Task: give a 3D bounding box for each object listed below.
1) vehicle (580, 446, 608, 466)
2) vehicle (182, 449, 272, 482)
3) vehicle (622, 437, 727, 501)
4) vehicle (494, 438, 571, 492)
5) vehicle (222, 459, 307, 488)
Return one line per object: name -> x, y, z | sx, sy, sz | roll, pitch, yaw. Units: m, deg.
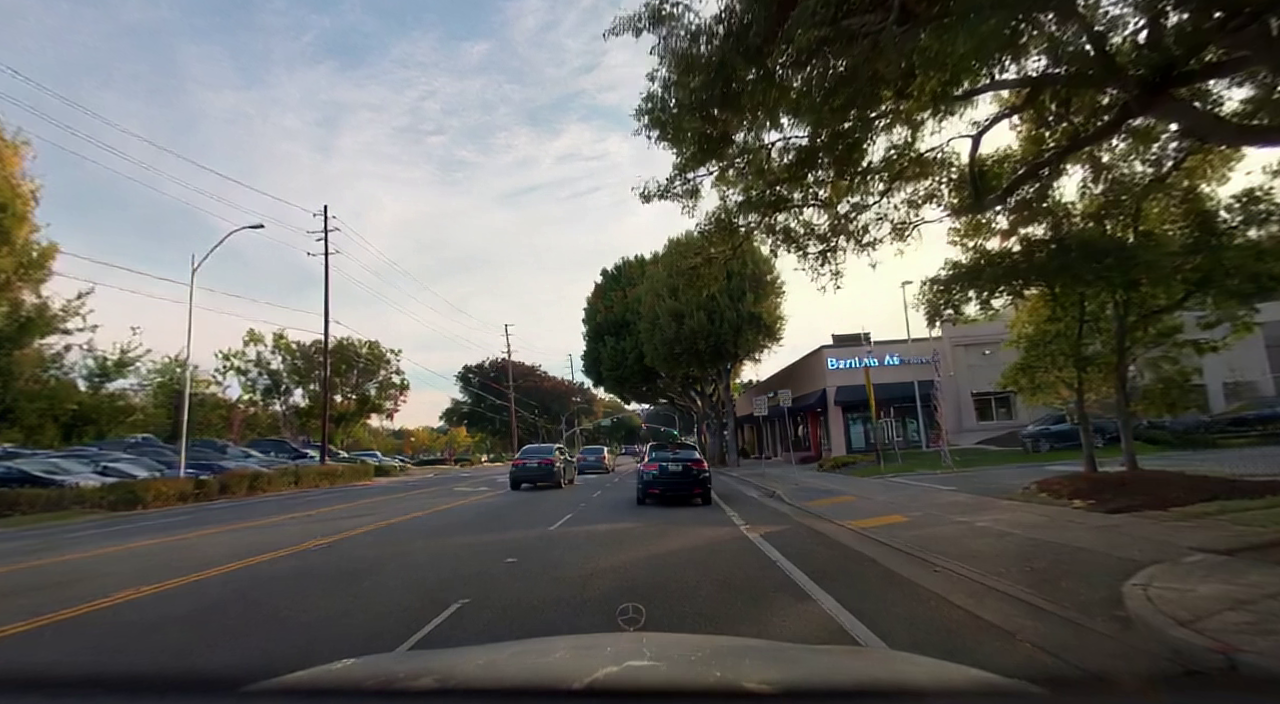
vehicle -> -3.576, 8.192, 49.682 | 1.951, 1.516, 3.684 | 0, -8, 1
vehicle -> -28.451, 7.800, 43.479 | 4.703, 2.084, 2.143 | -1, -8, 5
vehicle -> 0.829, 3.290, 18.242 | 2.108, 1.612, 4.246 | 2, -8, -10
vehicle -> -3.668, 3.928, 22.254 | 1.862, 1.694, 4.315 | 0, -8, 1
vehicle -> -22.487, 7.275, 38.011 | 1.862, 1.468, 4.708 | -1, -8, 6
